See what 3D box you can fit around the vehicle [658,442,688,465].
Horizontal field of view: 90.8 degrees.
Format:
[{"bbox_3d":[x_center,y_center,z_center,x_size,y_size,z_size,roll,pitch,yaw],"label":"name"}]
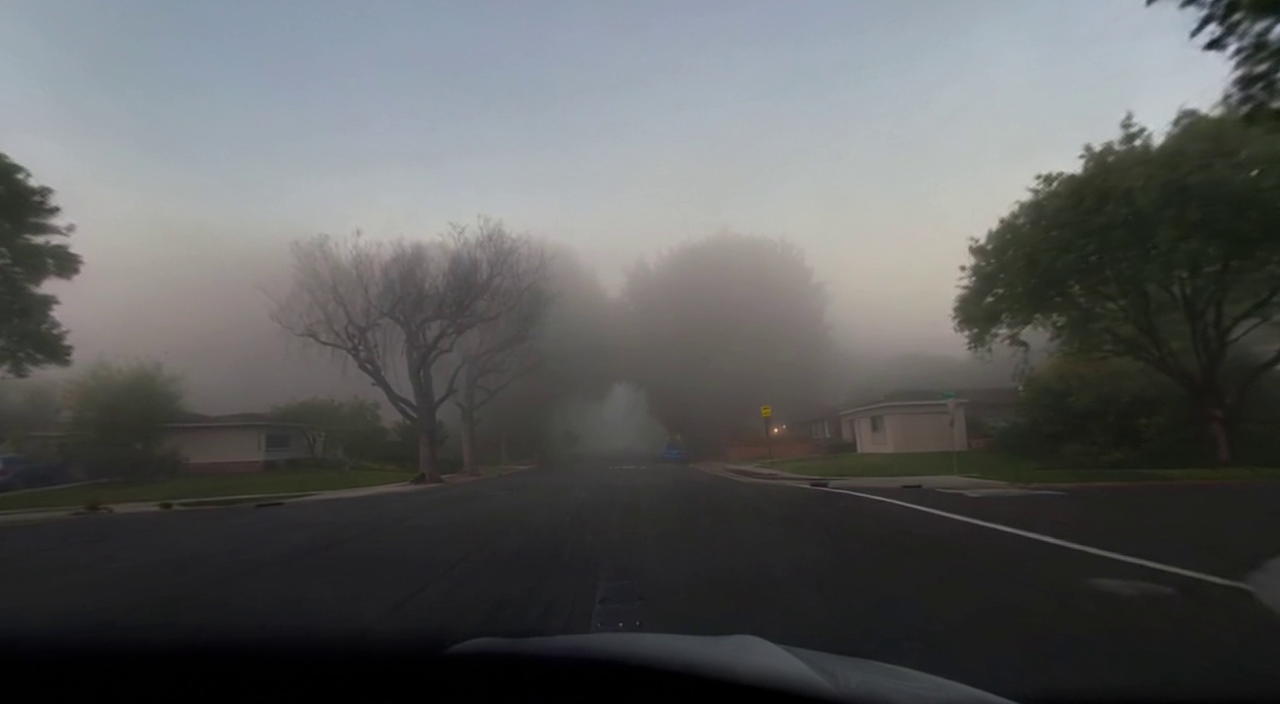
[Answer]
[{"bbox_3d":[2.556,7.939,49.580,2.114,1.633,4.042,0,-8,-1],"label":"vehicle"}]
